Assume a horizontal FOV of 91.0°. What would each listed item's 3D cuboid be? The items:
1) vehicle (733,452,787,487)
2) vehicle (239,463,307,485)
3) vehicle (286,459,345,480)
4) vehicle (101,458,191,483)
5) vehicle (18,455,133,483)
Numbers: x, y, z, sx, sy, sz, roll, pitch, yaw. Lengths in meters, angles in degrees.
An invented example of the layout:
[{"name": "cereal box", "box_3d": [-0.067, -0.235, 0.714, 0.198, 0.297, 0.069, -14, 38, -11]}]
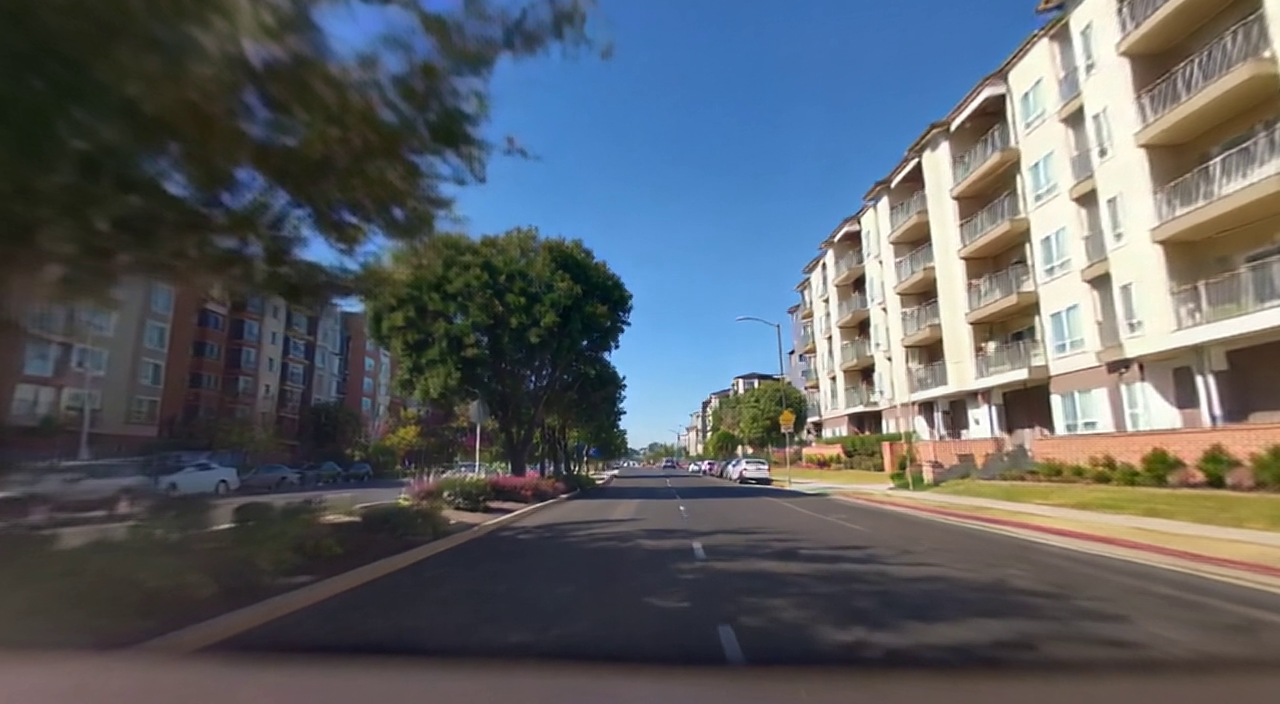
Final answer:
[{"name": "vehicle", "box_3d": [7.006, 6.901, 37.342, 2.241, 1.877, 4.810, 0, -9, 0]}, {"name": "vehicle", "box_3d": [-25.856, 8.582, 44.512, 1.931, 1.427, 4.578, 0, -9, 1]}, {"name": "vehicle", "box_3d": [-25.645, 9.316, 49.976, 1.939, 1.514, 4.793, 0, -9, 3]}, {"name": "vehicle", "box_3d": [-32.539, 7.782, 41.520, 1.836, 1.533, 4.324, -9, -13, 43]}, {"name": "vehicle", "box_3d": [-33.280, 6.863, 37.207, 2.023, 1.567, 4.818, -9, -13, 44]}]
